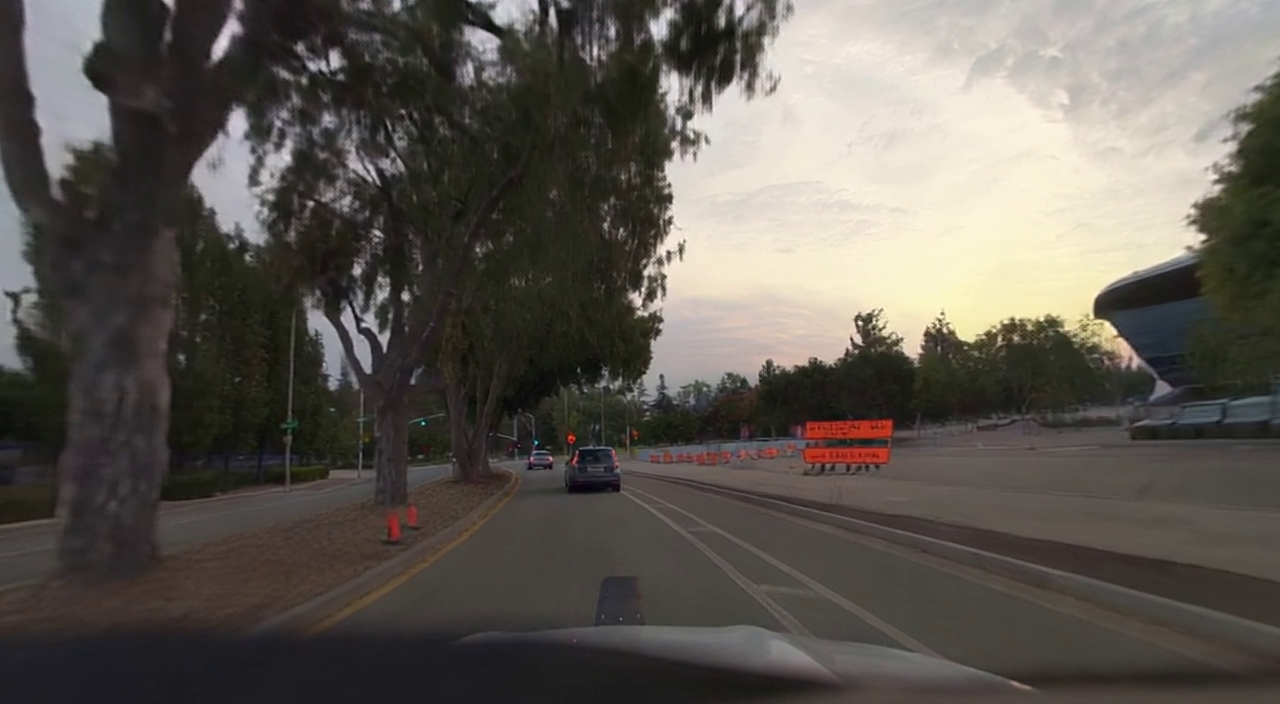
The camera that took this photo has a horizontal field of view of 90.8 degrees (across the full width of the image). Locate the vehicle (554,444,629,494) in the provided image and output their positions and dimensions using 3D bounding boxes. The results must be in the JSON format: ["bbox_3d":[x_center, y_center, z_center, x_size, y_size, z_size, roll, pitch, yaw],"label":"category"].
[{"bbox_3d":[-1.803,3.965,21.882,2.266,1.508,4.430,1,-9,-9],"label":"vehicle"}]
